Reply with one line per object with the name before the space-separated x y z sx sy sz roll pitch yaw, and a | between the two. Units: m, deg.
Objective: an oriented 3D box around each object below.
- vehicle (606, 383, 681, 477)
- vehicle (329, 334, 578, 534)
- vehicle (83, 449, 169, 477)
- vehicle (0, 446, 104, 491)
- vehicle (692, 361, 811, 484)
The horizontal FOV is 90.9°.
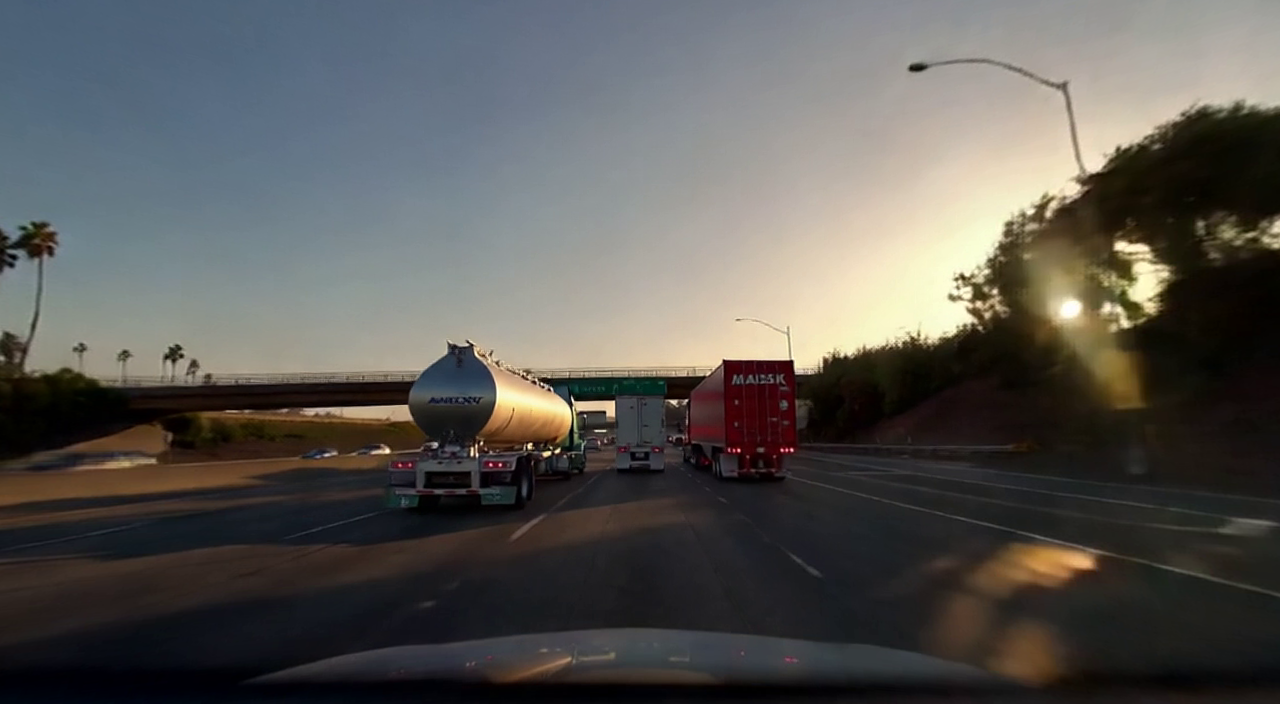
vehicle | 0.288 4.564 35.311 3.097 3.856 18.209 -1 -8 1
vehicle | -3.543 2.099 15.786 2.786 3.228 11.082 0 -8 0
vehicle | -31.512 6.775 38.820 1.956 1.542 3.837 -1 -8 1
vehicle | -20.537 3.936 21.584 1.460 1.357 3.230 -1 -8 1
vehicle | 4.369 3.428 28.761 2.887 4.178 14.553 0 -8 1
